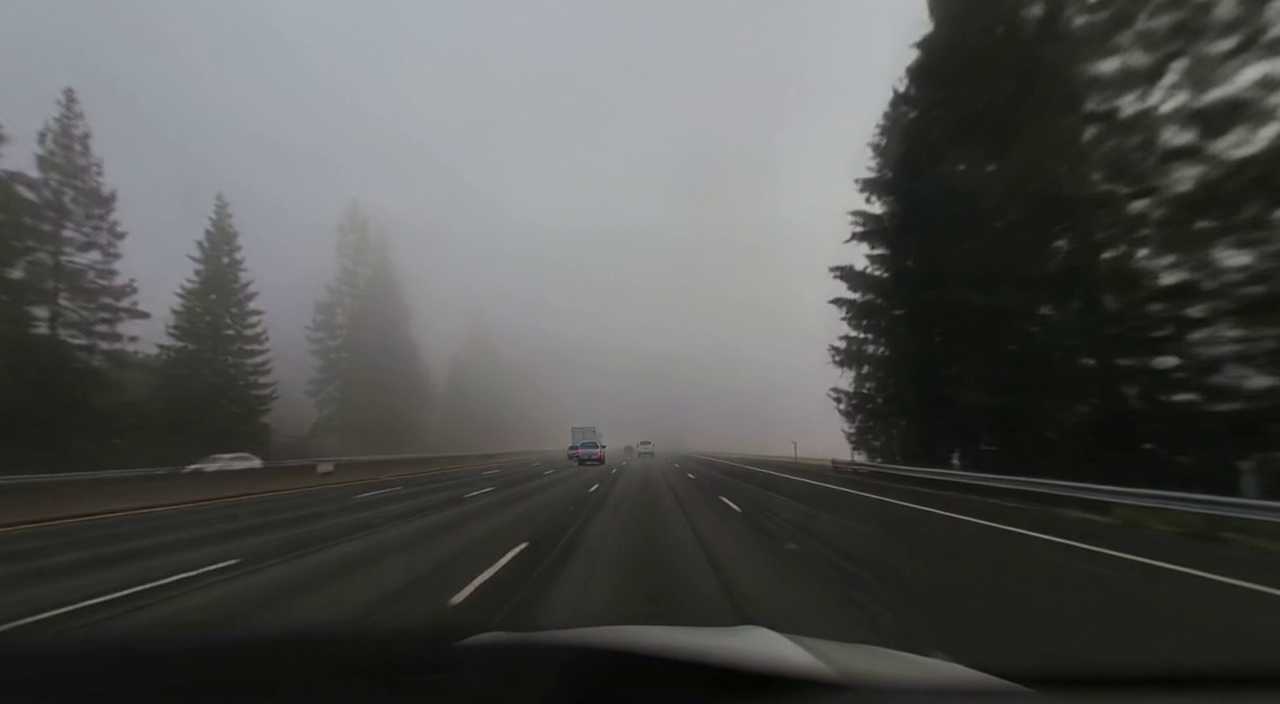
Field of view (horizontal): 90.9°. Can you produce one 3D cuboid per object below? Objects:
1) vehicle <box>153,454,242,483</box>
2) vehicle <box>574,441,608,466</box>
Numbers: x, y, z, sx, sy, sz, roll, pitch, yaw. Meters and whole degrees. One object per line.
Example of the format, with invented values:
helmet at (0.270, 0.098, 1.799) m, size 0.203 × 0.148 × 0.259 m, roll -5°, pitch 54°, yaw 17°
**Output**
vehicle at (-25.302, 6.652, 36.304) m, size 1.764 × 1.473 × 4.547 m, roll 0°, pitch -8°, yaw 1°
vehicle at (-3.330, 6.939, 43.399) m, size 1.993 × 1.589 × 3.898 m, roll 0°, pitch -8°, yaw 1°
